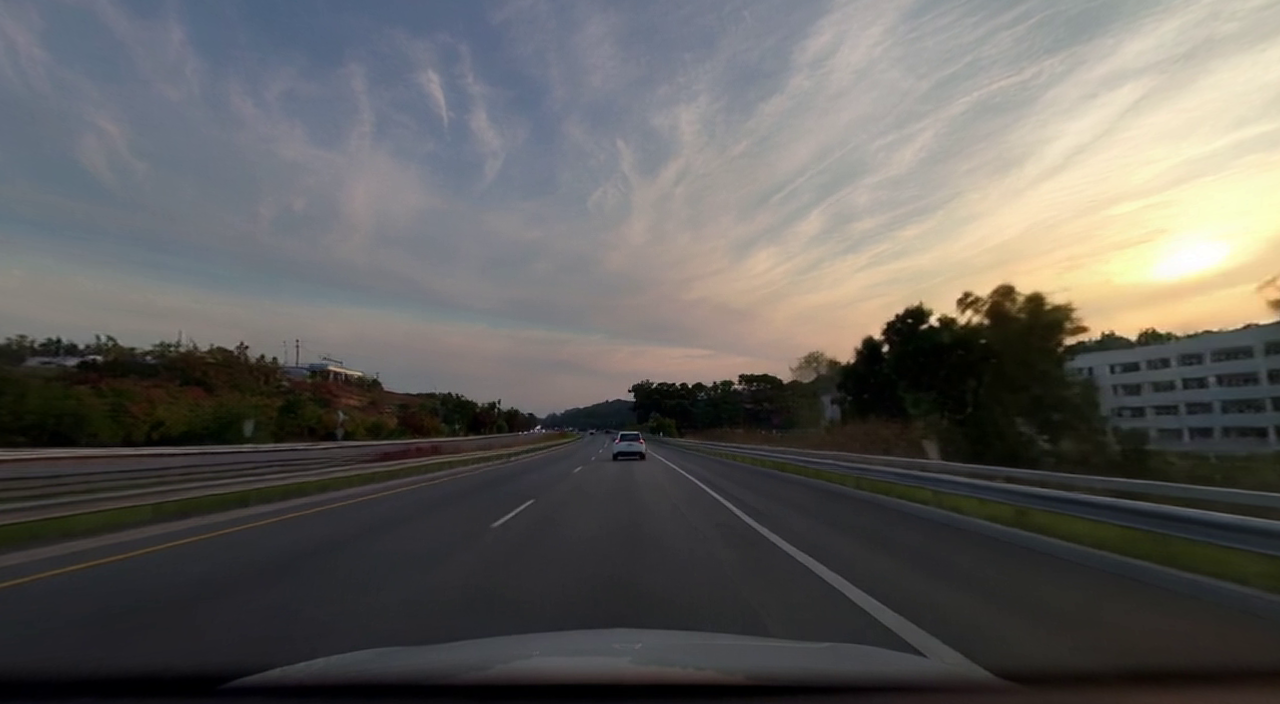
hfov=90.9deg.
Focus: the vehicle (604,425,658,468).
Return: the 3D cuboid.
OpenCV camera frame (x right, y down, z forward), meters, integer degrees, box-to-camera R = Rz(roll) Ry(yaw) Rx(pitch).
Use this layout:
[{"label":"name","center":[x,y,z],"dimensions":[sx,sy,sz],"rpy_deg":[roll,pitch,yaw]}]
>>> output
[{"label":"vehicle","center":[-0.397,3.857,25.866],"dimensions":[2.020,1.633,3.942],"rpy_deg":[0,-8,-1]}]
